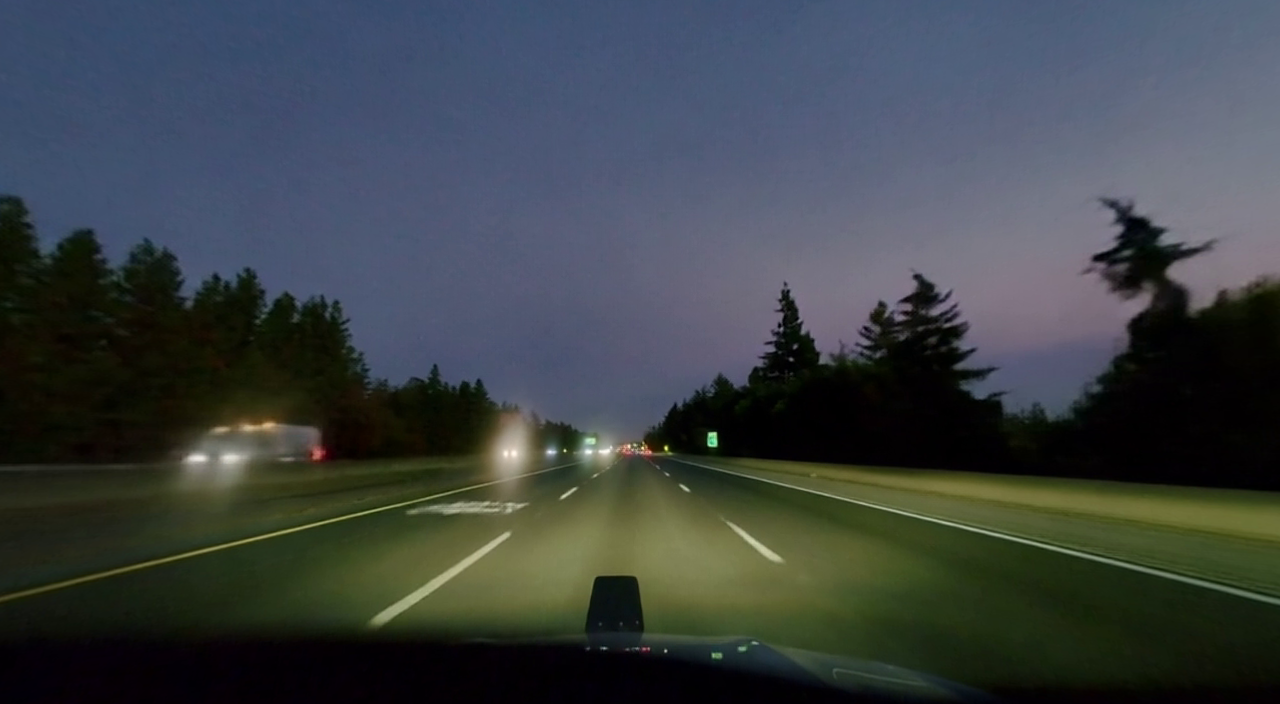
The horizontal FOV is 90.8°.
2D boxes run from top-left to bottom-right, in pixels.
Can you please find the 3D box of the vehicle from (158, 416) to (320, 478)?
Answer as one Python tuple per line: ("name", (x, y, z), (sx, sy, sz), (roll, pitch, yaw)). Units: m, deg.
("vehicle", (-17.326, 4.242, 27.968), (2.492, 2.371, 7.064), (0, -9, 0))
